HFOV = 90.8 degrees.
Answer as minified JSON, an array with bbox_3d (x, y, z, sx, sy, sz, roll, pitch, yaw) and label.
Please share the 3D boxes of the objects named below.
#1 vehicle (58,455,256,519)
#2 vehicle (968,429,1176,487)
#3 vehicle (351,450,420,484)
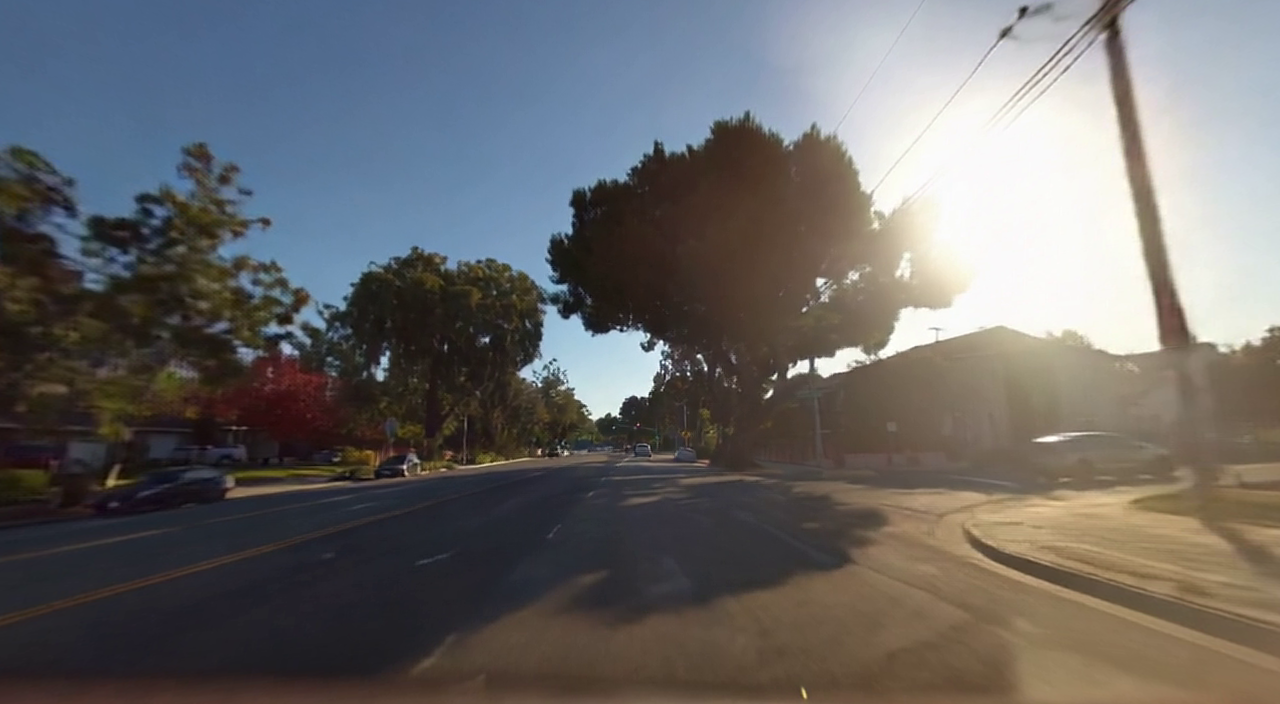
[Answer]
[{"bbox_3d":[-13.672,3.802,18.349,1.901,1.481,4.636,0,-8,3],"label":"vehicle"},{"bbox_3d":[11.832,2.891,17.439,4.644,1.471,1.843,2,-8,-10],"label":"vehicle"},{"bbox_3d":[-13.811,6.240,34.573,1.941,1.501,4.432,-3,-7,0],"label":"vehicle"}]
